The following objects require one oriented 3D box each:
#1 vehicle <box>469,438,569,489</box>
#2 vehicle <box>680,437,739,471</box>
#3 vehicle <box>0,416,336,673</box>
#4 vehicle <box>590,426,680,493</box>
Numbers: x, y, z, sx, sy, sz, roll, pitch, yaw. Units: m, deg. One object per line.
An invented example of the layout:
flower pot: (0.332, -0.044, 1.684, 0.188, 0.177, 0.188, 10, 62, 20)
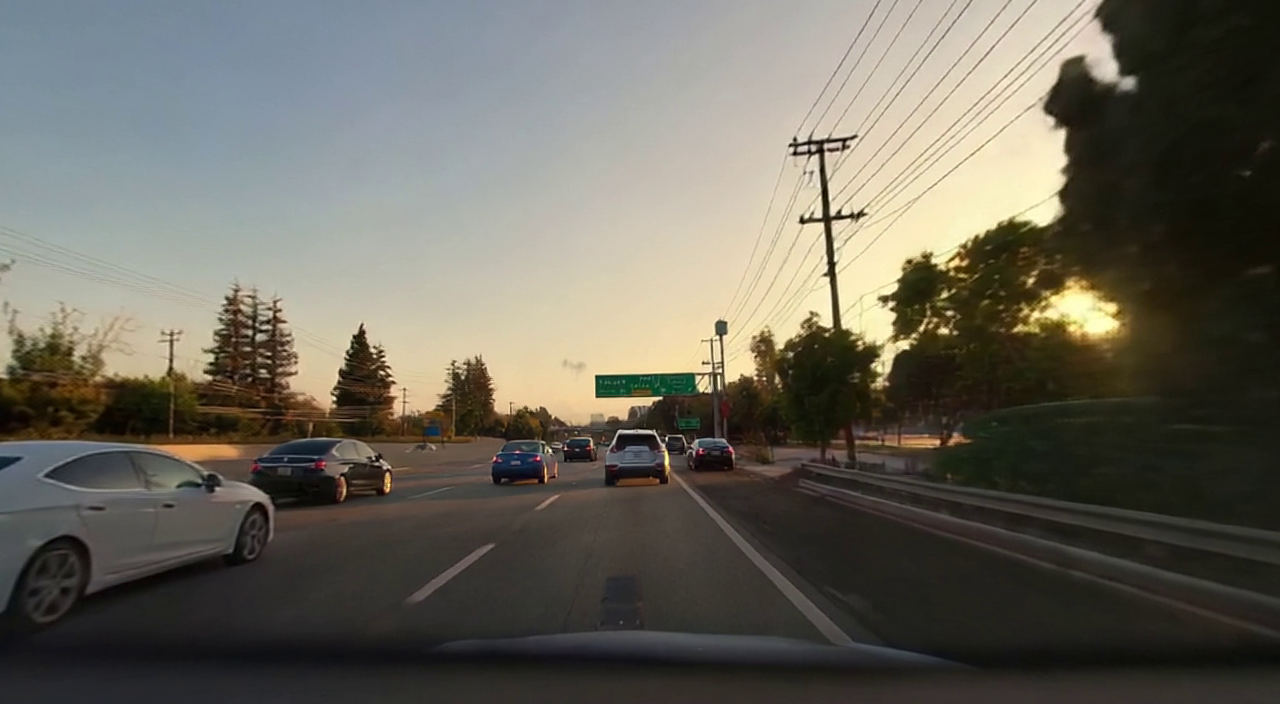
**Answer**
vehicle: (-3.704, 3.499, 20.257, 2.203, 1.425, 4.610, 0, -8, 1)
vehicle: (3.173, 4.779, 29.741, 2.197, 1.464, 4.356, 0, -8, -1)
vehicle: (-4.745, 1.410, 5.802, 1.958, 1.447, 4.454, 1, -8, -4)
vehicle: (-0.134, 3.050, 18.240, 2.284, 1.699, 4.168, 0, -8, 0)
